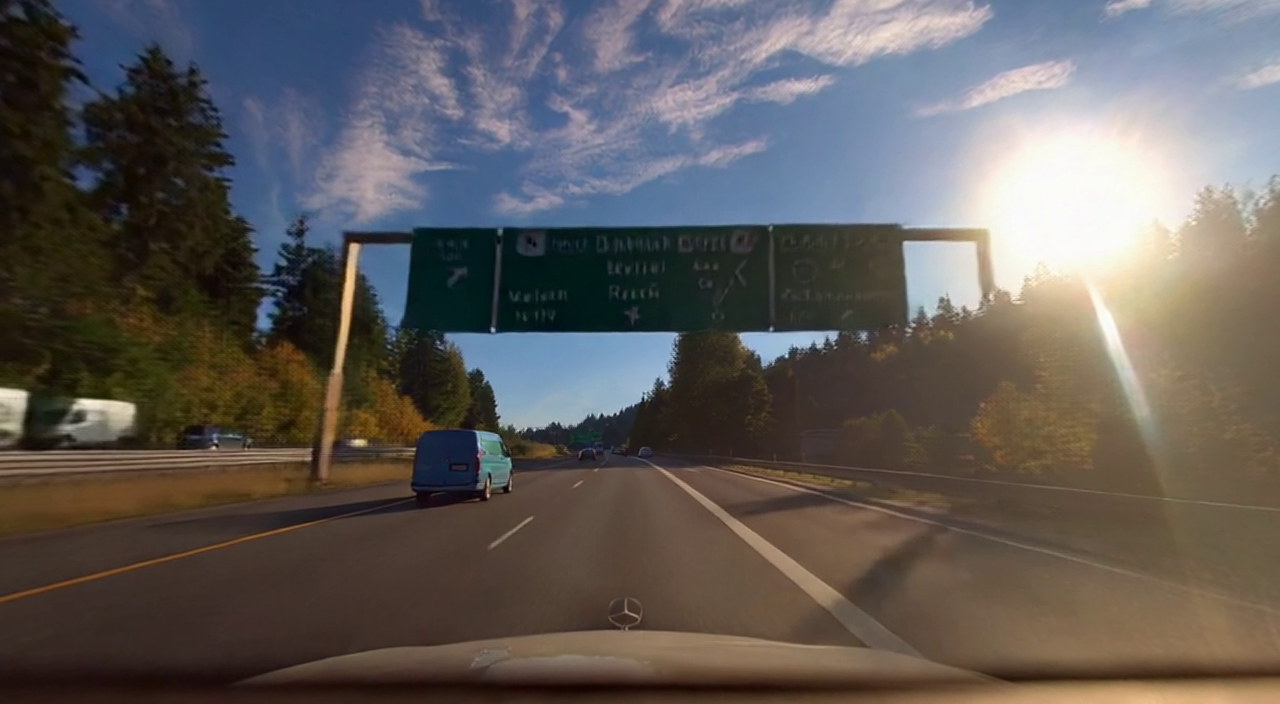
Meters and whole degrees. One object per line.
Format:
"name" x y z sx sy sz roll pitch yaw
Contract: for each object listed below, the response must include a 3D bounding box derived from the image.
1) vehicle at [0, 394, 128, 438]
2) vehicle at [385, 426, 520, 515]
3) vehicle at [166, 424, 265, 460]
"vehicle" -37.219 4.279 41.071 2.464 2.547 6.178 0 -9 -1
"vehicle" -4.224 2.742 15.024 1.971 1.795 4.389 0 -9 -2
"vehicle" -18.925 4.072 28.288 1.879 1.492 3.607 0 -9 0
